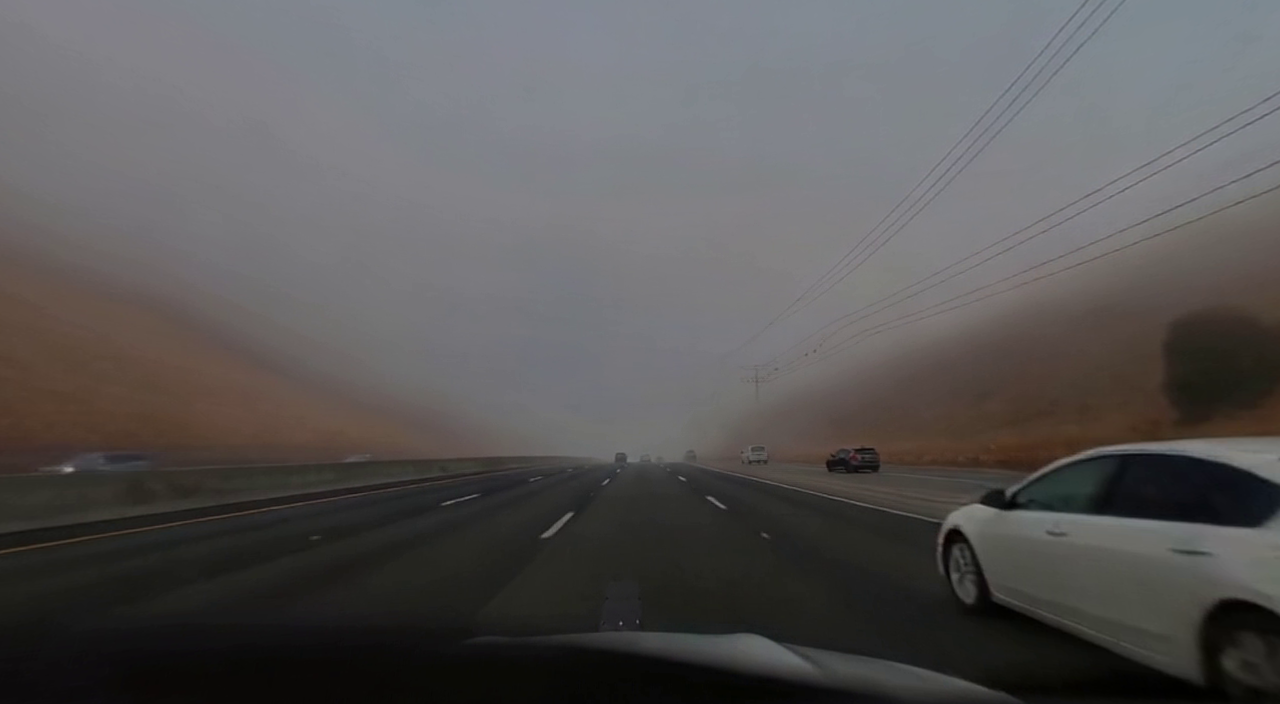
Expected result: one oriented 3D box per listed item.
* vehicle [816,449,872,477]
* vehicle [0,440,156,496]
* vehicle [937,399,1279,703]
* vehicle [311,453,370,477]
[{"bbox_3d":[11.800,6.404,36.629,1.884,1.486,3.770,1,-9,-1],"label":"vehicle"},{"bbox_3d":[-18.145,3.623,20.018,1.868,1.549,4.503,0,-9,0],"label":"vehicle"},{"bbox_3d":[3.455,1.036,2.847,2.086,1.542,4.355,0,-9,0],"label":"vehicle"},{"bbox_3d":[-21.274,8.034,44.985,1.922,1.512,4.664,0,-9,0],"label":"vehicle"}]
